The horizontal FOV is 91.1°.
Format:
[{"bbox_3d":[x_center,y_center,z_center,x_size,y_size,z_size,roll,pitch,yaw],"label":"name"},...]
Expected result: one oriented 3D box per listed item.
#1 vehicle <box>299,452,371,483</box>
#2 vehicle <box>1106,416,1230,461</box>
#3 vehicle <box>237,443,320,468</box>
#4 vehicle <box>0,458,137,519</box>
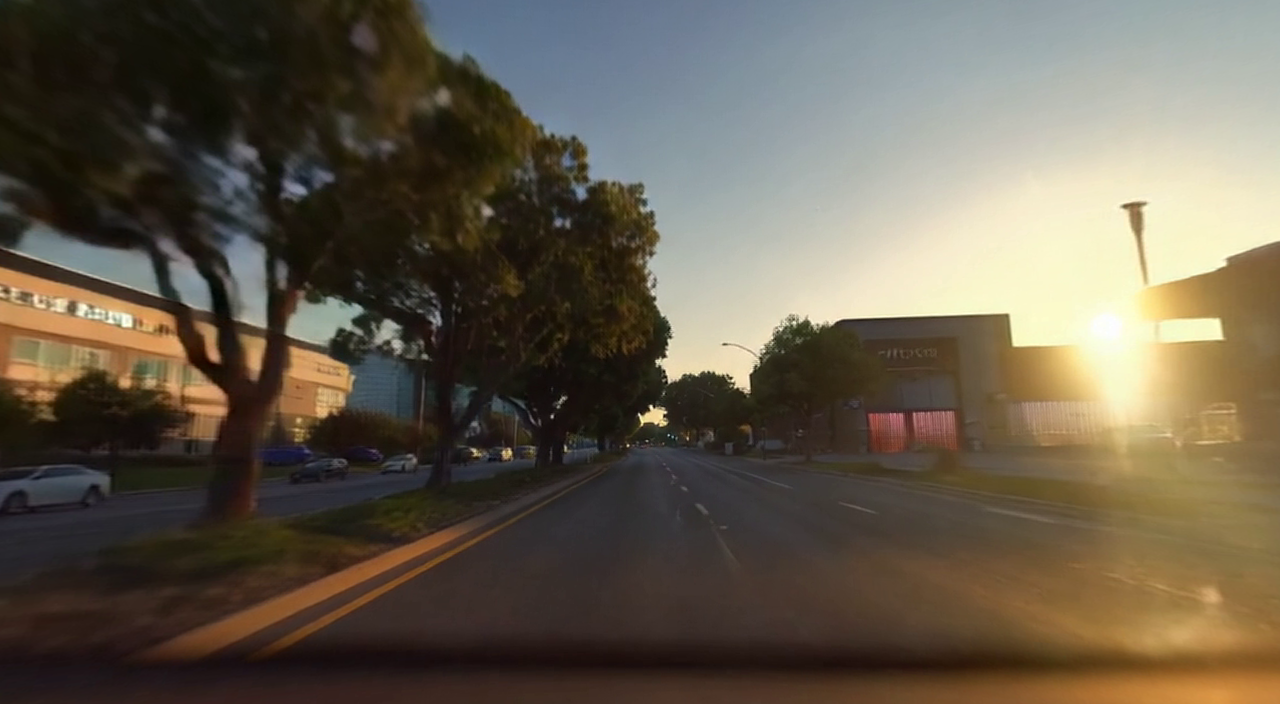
[{"bbox_3d":[-18.709,7.096,38.759,2.012,1.560,4.782,-1,-7,1],"label":"vehicle"},{"bbox_3d":[32.683,5.381,39.182,2.684,2.559,5.772,0,-8,1],"label":"vehicle"},{"bbox_3d":[-26.433,7.579,46.098,4.667,1.728,2.276,0,-7,-3],"label":"vehicle"},{"bbox_3d":[-19.039,4.220,19.805,1.959,1.535,5.081,-1,-7,3],"label":"vehicle"}]
